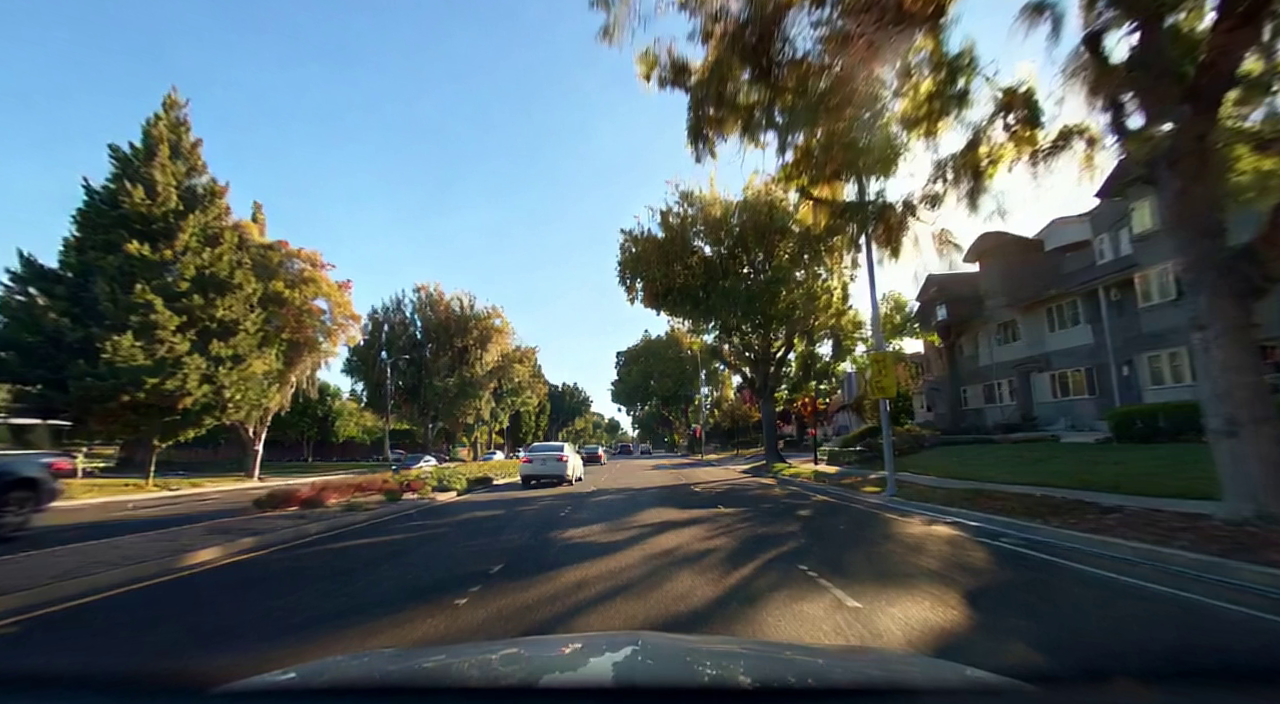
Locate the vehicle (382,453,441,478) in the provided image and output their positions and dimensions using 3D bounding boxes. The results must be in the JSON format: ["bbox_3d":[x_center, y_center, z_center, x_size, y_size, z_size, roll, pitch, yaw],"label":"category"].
[{"bbox_3d":[-14.920,7.407,41.425,1.948,1.492,4.536,-1,-9,3],"label":"vehicle"}]

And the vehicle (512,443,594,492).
[{"bbox_3d":[-2.886,3.980,22.004,2.106,1.517,4.375,-1,-9,2],"label":"vehicle"}]
